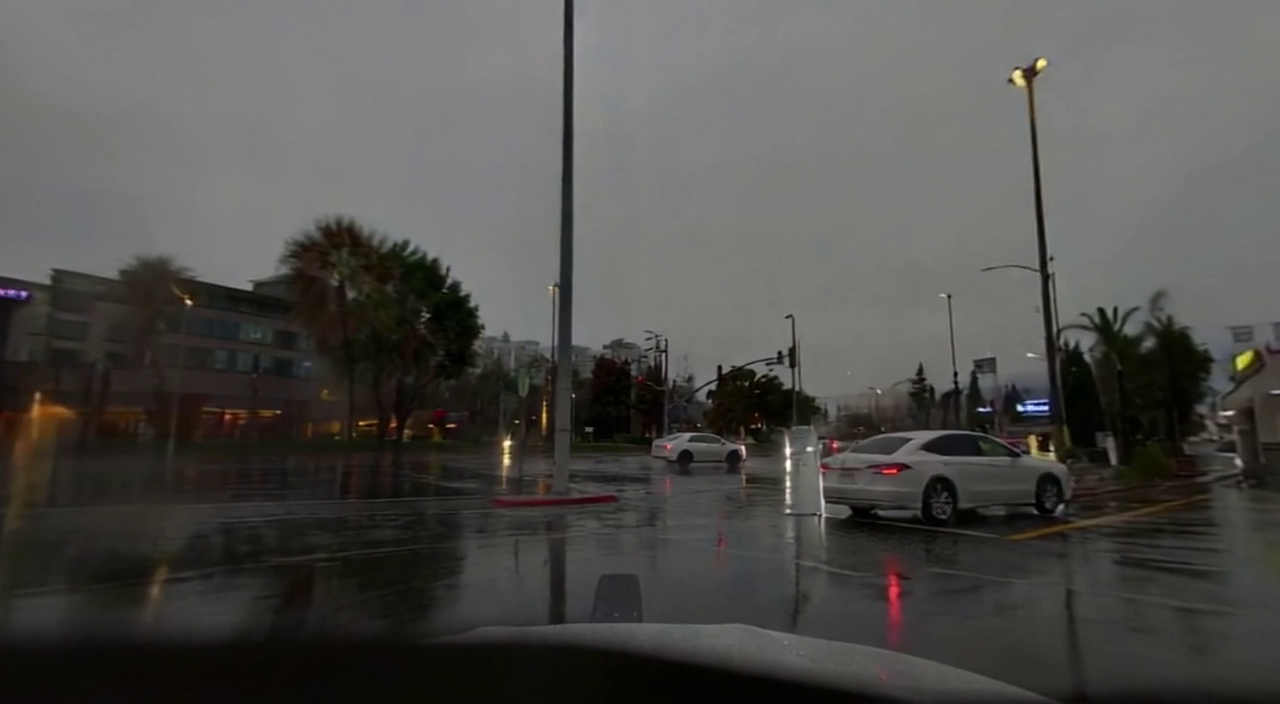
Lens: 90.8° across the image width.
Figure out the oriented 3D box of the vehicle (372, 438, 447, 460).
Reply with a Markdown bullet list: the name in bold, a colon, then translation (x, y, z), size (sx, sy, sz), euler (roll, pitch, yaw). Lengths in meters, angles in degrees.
- **vehicle**: translation (-15.764, 6.636, 43.236), size (4.411, 1.391, 1.837), euler (6, -11, -37)

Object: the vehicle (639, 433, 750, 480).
- **vehicle**: translation (2.274, 4.281, 26.051), size (4.211, 1.756, 2.158), euler (6, -11, -37)

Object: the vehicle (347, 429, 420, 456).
- **vehicle**: translation (-19.197, 6.817, 47.394), size (4.645, 1.890, 2.041), euler (6, -11, -36)

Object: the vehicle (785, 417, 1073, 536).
- **vehicle**: translation (4.707, 2.020, 10.821), size (1.870, 1.611, 3.978), euler (7, -11, -38)
